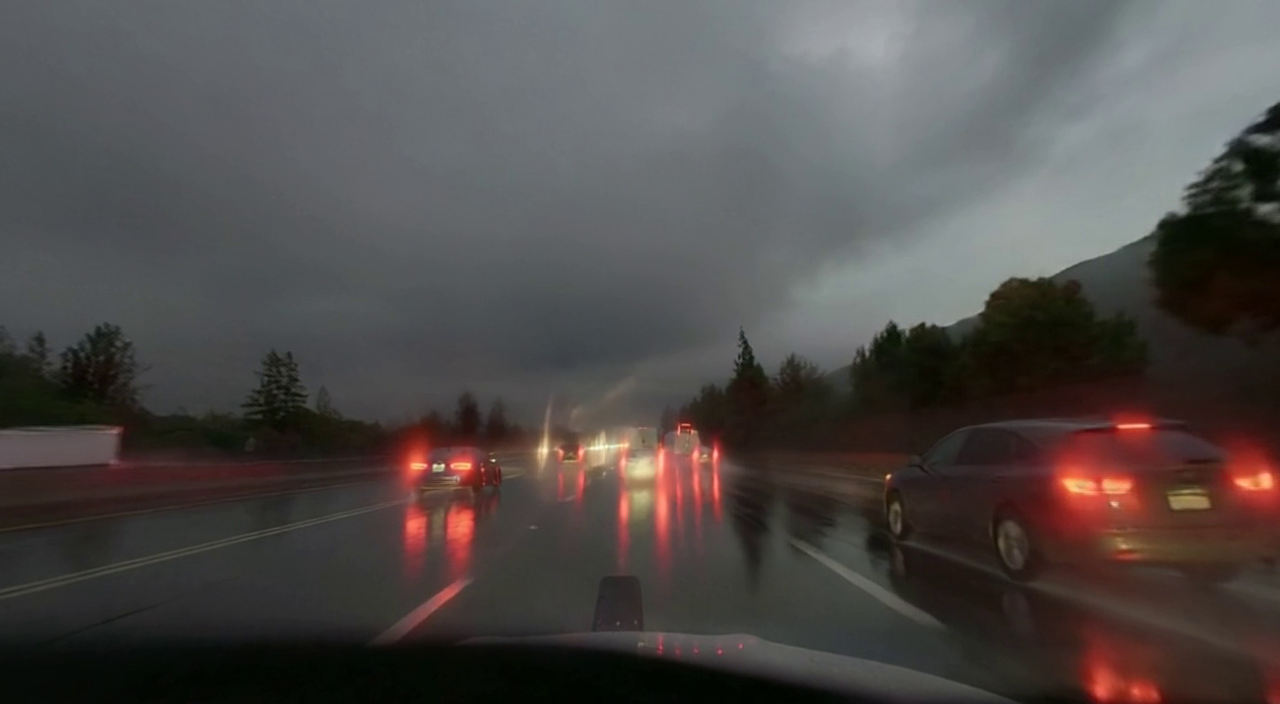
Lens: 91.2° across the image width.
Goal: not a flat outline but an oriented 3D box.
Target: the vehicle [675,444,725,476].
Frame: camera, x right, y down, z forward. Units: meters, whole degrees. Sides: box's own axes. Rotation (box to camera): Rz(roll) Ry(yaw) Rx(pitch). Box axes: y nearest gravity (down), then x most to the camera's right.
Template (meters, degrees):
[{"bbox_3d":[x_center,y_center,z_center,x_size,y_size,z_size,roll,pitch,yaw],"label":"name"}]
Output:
[{"bbox_3d":[2.988,5.502,32.034,1.959,1.503,4.064,0,-9,-3],"label":"vehicle"}]

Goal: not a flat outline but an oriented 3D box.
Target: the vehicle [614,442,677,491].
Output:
[{"bbox_3d":[0.158,4.047,22.479,2.015,1.526,4.286,0,-9,0],"label":"vehicle"}]

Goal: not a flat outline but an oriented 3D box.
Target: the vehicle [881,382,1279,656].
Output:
[{"bbox_3d":[4.174,1.325,5.948,2.018,1.639,4.149,0,-9,-1],"label":"vehicle"}]

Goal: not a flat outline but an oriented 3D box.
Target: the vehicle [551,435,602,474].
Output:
[{"bbox_3d":[-3.405,5.664,34.682,2.230,1.973,4.403,-1,-9,2],"label":"vehicle"}]

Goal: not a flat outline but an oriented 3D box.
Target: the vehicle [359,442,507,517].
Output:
[{"bbox_3d":[-4.612,2.898,14.776,1.967,1.473,4.439,0,-9,0],"label":"vehicle"}]

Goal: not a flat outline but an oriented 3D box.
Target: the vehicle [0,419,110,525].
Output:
[{"bbox_3d":[-16.446,2.871,14.921,2.408,2.483,5.904,0,-9,0],"label":"vehicle"}]
